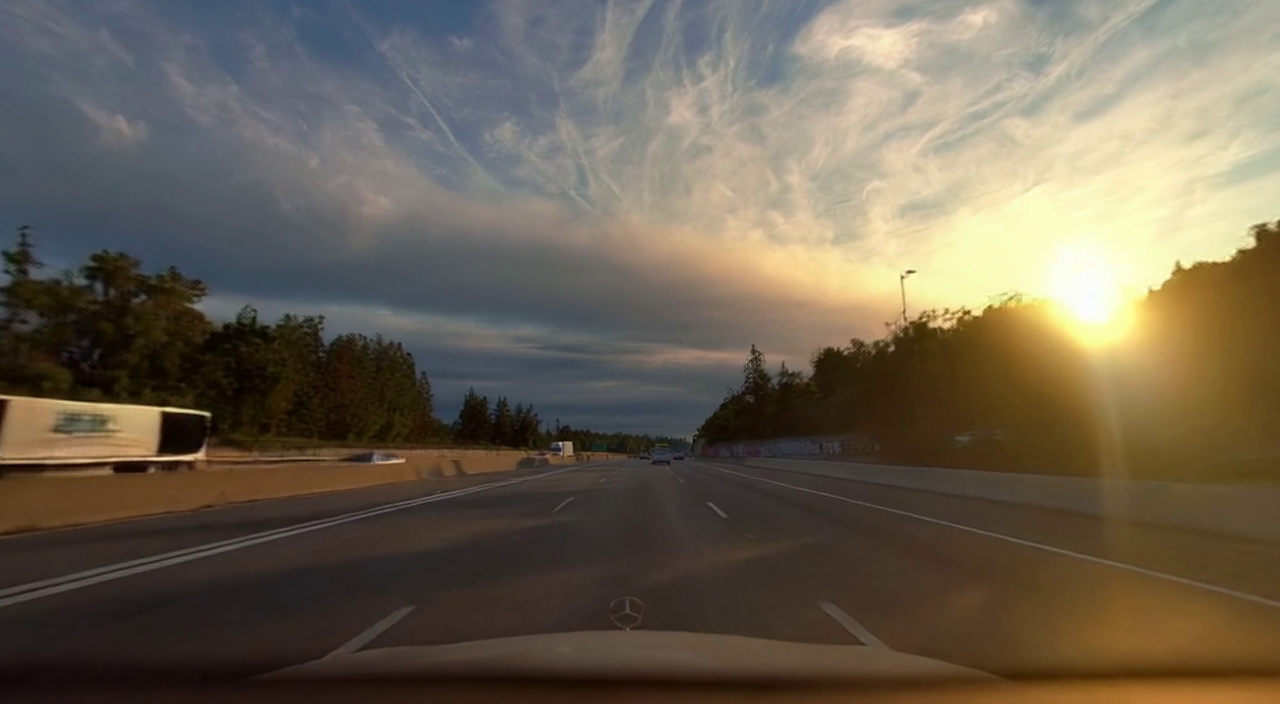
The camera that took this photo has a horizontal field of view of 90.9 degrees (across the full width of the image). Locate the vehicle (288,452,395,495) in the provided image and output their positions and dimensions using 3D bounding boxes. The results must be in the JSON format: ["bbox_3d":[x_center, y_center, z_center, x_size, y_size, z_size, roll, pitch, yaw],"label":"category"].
[{"bbox_3d":[-12.037,4.884,25.799,2.025,1.564,4.626,0,-9,1],"label":"vehicle"}]

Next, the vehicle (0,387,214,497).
[{"bbox_3d":[-25.222,3.882,26.810,2.885,4.105,14.085,-1,-9,7],"label":"vehicle"}]
